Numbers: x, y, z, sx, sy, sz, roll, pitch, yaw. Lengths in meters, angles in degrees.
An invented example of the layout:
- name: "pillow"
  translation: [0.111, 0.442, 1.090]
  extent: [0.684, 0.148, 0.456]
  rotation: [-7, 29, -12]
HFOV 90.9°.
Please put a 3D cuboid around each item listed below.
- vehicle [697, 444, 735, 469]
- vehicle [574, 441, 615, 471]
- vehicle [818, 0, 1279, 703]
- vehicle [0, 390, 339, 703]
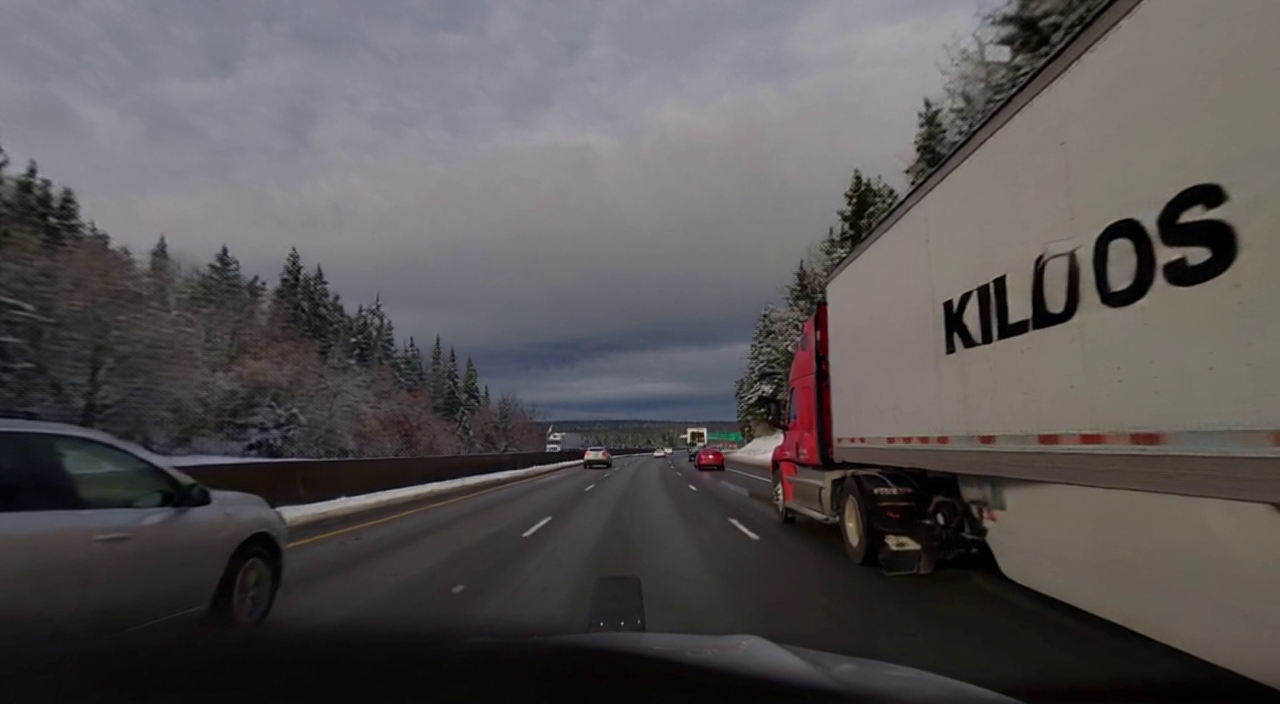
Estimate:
- name: "vehicle"
  translation: [5.124, 7.127, 43.094]
  extent: [2.176, 1.598, 3.878]
  rotation: [0, -9, 1]
- name: "vehicle"
  translation: [-2.665, 6.213, 37.694]
  extent: [2.017, 1.683, 4.309]
  rotation: [-1, -9, 2]
- name: "vehicle"
  translation: [4.309, -0.069, 4.500]
  extent: [2.914, 3.998, 11.103]
  rotation: [0, -9, 1]
- name: "vehicle"
  translation: [-3.356, 0.923, 2.328]
  extent: [2.085, 1.530, 4.809]
  rotation: [0, -9, 0]
